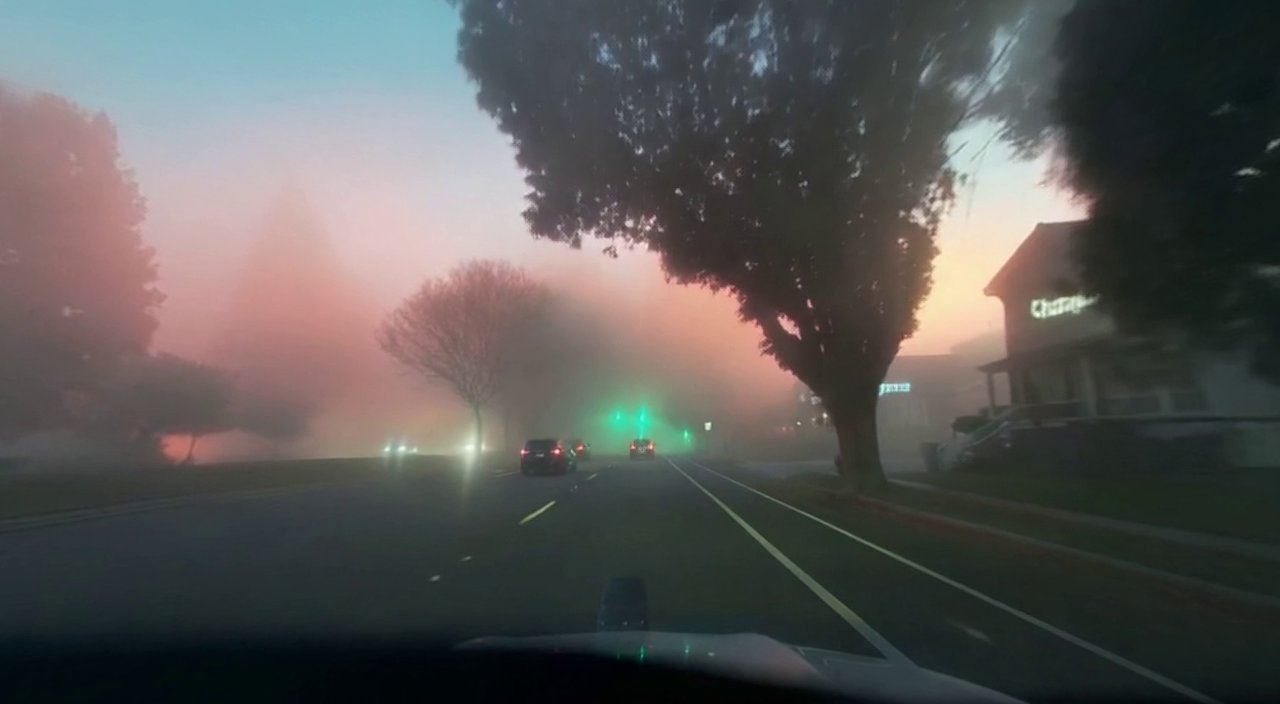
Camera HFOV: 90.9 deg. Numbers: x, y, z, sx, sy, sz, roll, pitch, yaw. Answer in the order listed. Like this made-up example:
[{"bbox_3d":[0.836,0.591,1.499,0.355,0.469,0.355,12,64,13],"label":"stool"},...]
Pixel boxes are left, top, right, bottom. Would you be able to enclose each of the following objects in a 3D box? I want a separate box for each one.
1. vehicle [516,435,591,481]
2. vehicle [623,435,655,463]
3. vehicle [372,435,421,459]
[{"bbox_3d":[-3.001,3.801,22.849,2.015,1.470,4.458,0,-8,1],"label":"vehicle"},{"bbox_3d":[-0.040,6.658,43.347,2.153,1.764,4.047,0,-8,1],"label":"vehicle"},{"bbox_3d":[-17.628,6.910,45.905,2.032,1.689,4.624,0,-8,-4],"label":"vehicle"}]
